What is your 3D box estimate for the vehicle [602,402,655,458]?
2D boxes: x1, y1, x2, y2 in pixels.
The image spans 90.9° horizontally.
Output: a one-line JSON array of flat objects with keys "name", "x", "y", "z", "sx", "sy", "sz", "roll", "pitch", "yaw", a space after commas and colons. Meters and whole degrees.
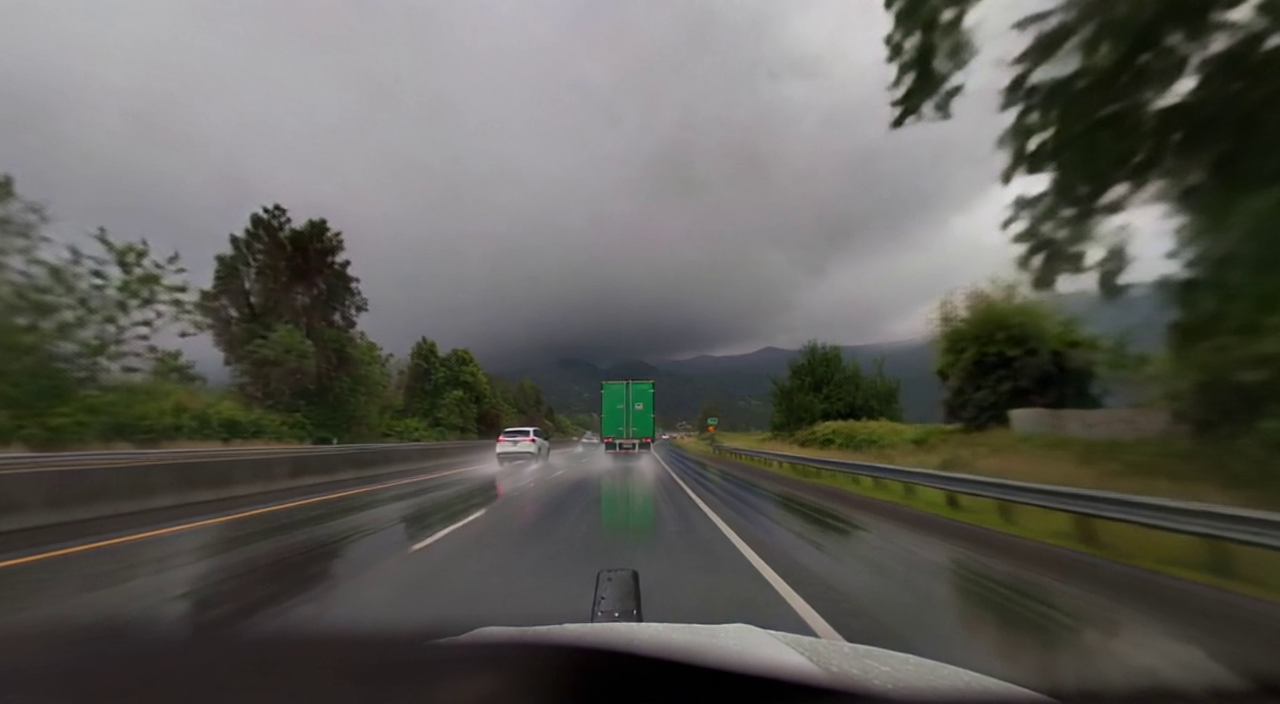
[{"name": "vehicle", "x": -0.536, "y": 3.498, "z": 28.282, "sx": 2.319, "sy": 2.461, "sz": 1.270, "roll": 0, "pitch": -8, "yaw": -3}]

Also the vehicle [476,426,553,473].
[{"name": "vehicle", "x": -4.957, "y": 3.907, "z": 25.584, "sx": 2.138, "sy": 1.697, "sz": 4.587, "roll": 0, "pitch": -8, "yaw": 0}]
